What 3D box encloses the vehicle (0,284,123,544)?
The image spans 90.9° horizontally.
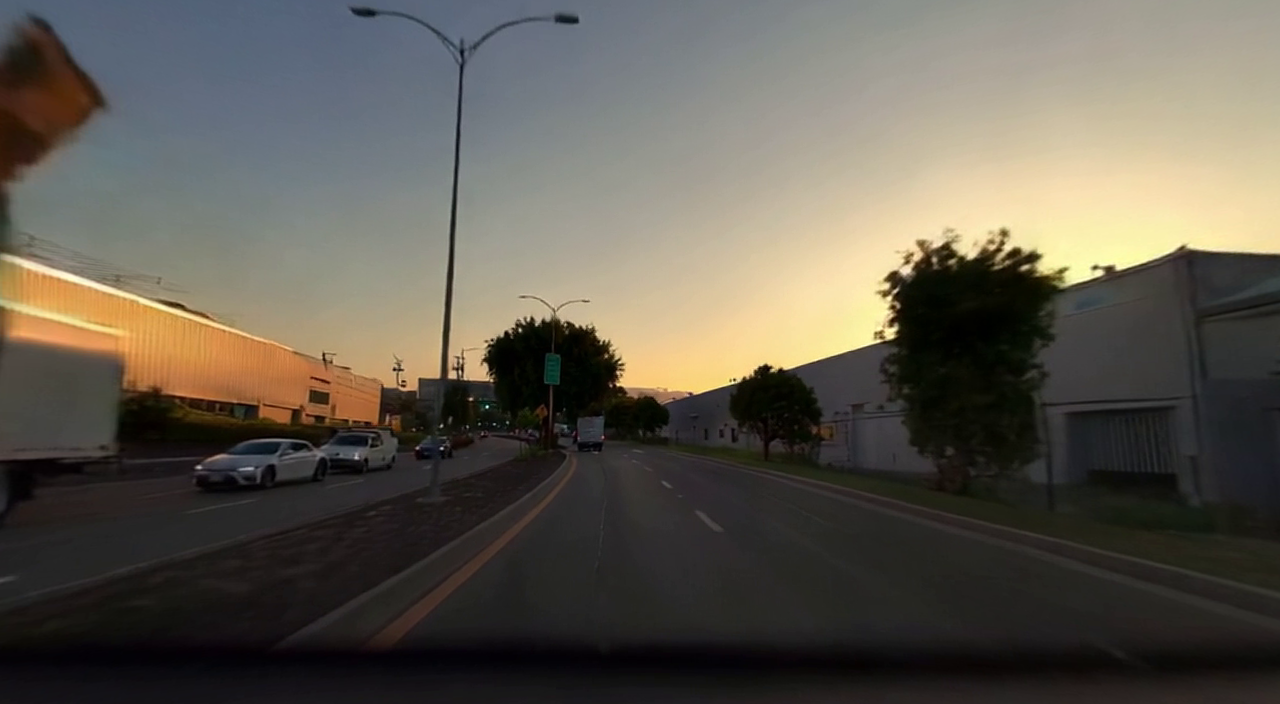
[{"bbox_3d":[-10.176,0.471,5.825,3.012,3.547,9.604,0,-8,-3],"label":"vehicle"}]

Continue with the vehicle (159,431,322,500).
[{"bbox_3d":[-10.585,2.984,17.122,1.926,1.610,4.079,0,-8,-3],"label":"vehicle"}]

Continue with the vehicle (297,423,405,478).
[{"bbox_3d":[-11.224,3.854,25.000,2.198,1.916,5.296,1,-8,-5],"label":"vehicle"}]

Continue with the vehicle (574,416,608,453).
[{"bbox_3d":[-3.911,6.488,49.635,2.276,2.706,5.232,1,-8,-9],"label":"vehicle"}]

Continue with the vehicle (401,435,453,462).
[{"bbox_3d":[-12.302,5.583,36.682,1.897,1.515,3.986,1,-8,-5],"label":"vehicle"}]
